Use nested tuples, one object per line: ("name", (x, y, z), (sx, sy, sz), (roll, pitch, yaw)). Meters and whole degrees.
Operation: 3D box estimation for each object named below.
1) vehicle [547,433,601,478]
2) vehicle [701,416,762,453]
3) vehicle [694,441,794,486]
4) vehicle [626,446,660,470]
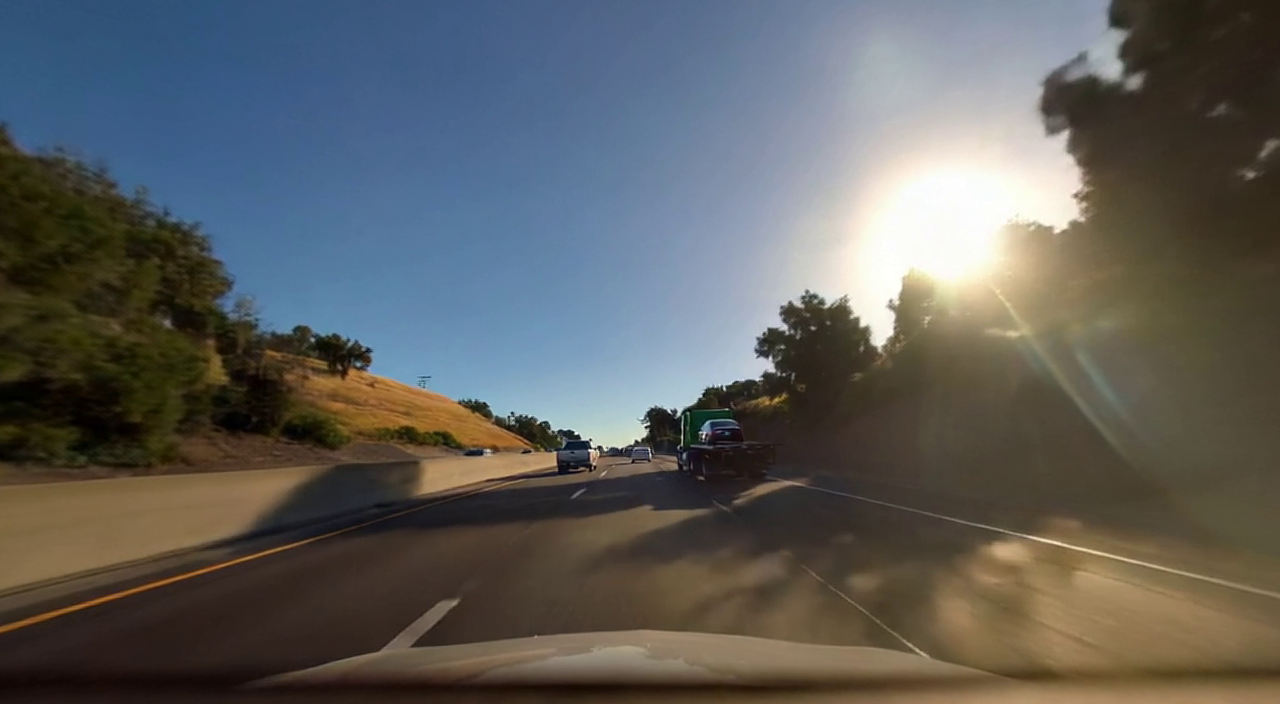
("vehicle", (-3.188, 5.140, 31.337), (2.142, 2.044, 4.446), (0, -9, 1))
("vehicle", (4.022, 3.776, 28.433), (1.968, 1.547, 4.215), (0, -9, -2))
("vehicle", (4.132, 4.749, 27.296), (2.654, 1.574, 9.537), (0, -9, -1))
("vehicle", (0.199, 6.918, 41.167), (2.086, 1.497, 3.681), (0, -9, 0))
